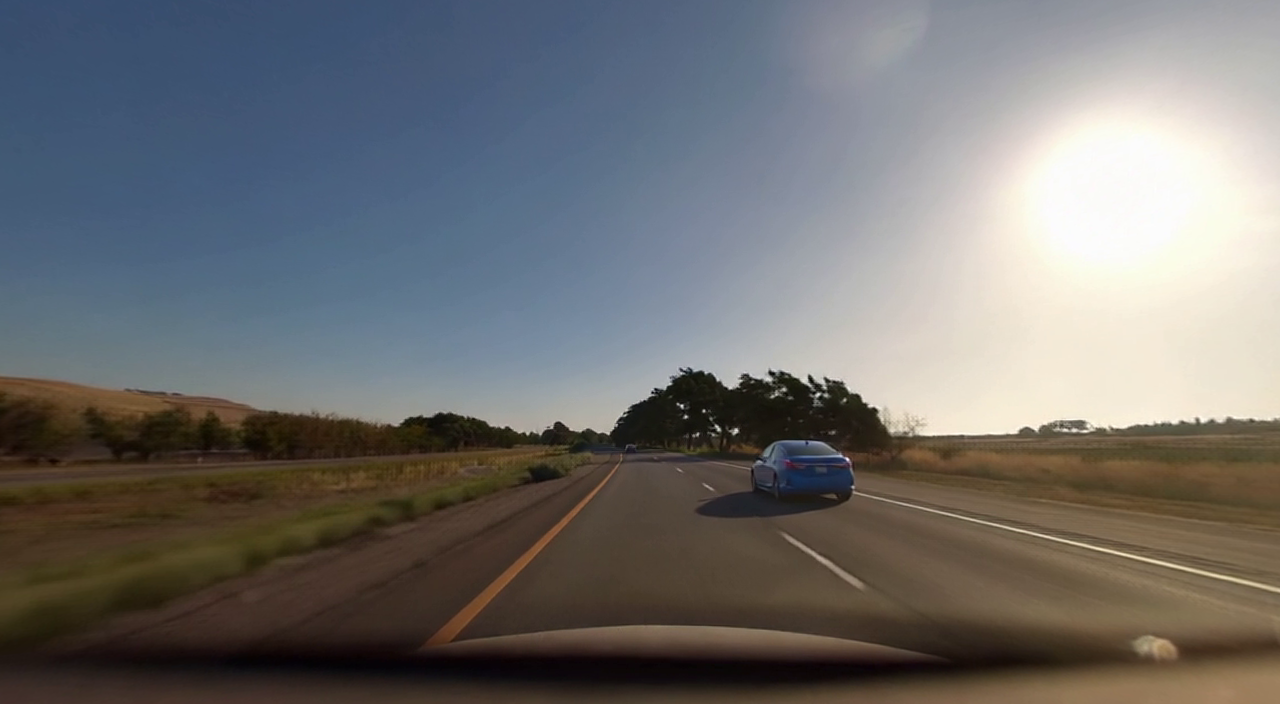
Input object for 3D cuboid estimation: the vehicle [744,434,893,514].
[{"bbox_3d":[3.719,2.629,14.094,2.003,1.466,4.441,0,-8,0],"label":"vehicle"}]
